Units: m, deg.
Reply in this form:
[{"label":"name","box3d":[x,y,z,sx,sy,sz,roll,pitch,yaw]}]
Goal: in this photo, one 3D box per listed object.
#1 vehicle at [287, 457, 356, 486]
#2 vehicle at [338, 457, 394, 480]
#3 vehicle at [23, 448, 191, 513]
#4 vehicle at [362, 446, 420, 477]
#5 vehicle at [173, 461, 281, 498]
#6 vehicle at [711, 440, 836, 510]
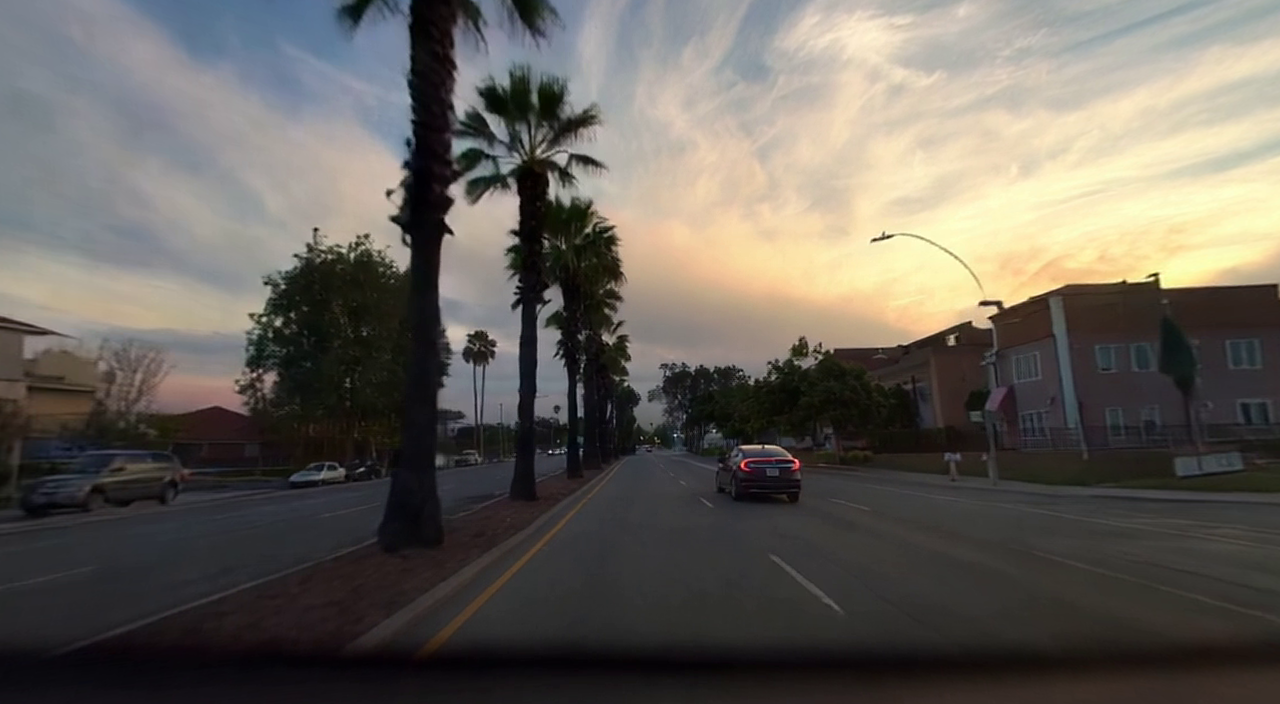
[{"label":"vehicle","box3d":[-18.874,7.078,37.714,1.811,1.539,4.560,0,-9,-1]},{"label":"vehicle","box3d":[-18.670,7.928,43.210,1.828,1.472,4.464,0,-9,0]},{"label":"vehicle","box3d":[-19.155,4.613,23.078,1.987,1.998,4.642,-4,-10,1]},{"label":"vehicle","box3d":[-19.078,8.427,48.742,2.344,2.232,5.170,0,-9,0]},{"label":"vehicle","box3d":[-19.054,5.884,29.452,1.848,1.432,4.662,0,-9,1]},{"label":"vehicle","box3d":[3.134,2.997,15.951,1.989,1.492,4.689,0,-9,-2]}]
